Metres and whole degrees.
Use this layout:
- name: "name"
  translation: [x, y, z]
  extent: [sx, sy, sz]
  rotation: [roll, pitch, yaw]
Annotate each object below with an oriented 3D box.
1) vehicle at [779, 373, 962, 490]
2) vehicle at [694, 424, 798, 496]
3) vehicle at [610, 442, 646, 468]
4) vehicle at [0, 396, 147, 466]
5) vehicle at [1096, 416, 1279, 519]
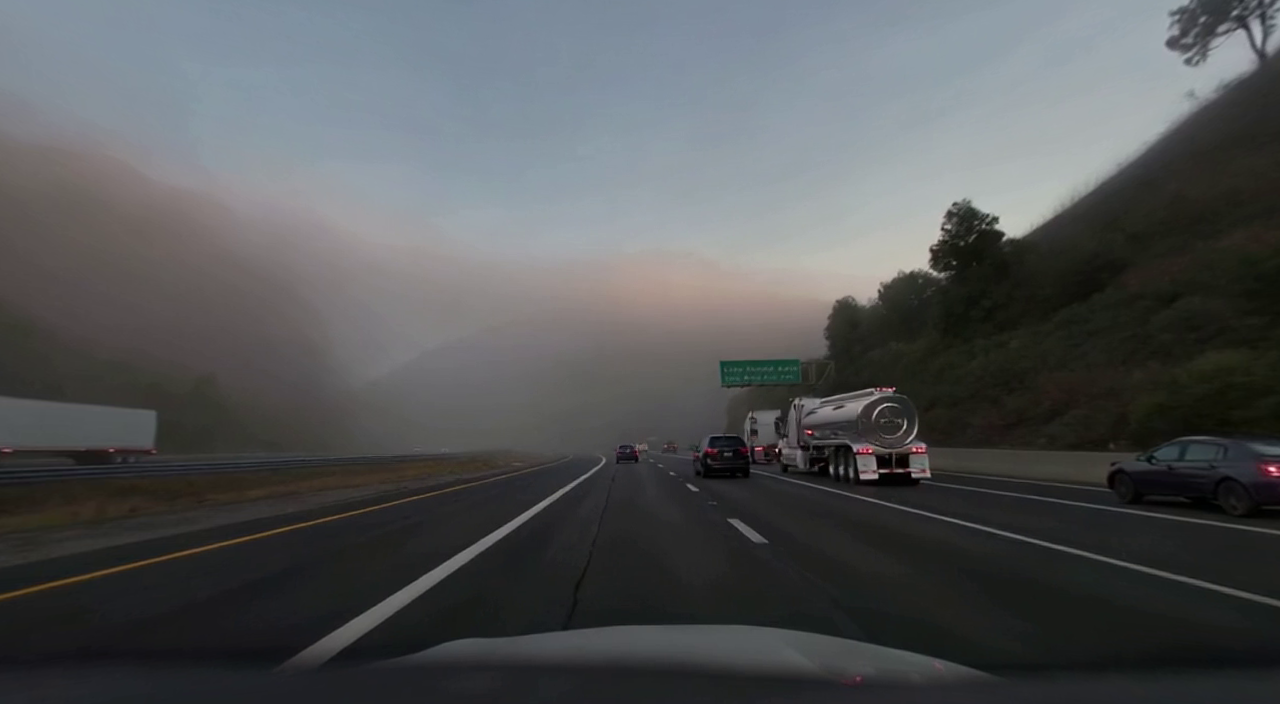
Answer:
- name: "vehicle"
  translation: [7.479, 2.933, 22.526]
  extent: [2.805, 3.212, 9.978]
  rotation: [0, -9, 0]
- name: "vehicle"
  translation: [2.898, 3.096, 18.433]
  extent: [2.098, 1.794, 4.561]
  rotation: [0, -9, -2]
- name: "vehicle"
  translation: [-0.724, 6.217, 38.189]
  extent: [2.083, 1.477, 3.965]
  rotation: [0, -9, -1]
- name: "vehicle"
  translation: [-39.065, 5.077, 39.961]
  extent: [2.874, 4.080, 16.500]
  rotation: [0, -9, -1]
- name: "vehicle"
  translation: [11.199, 2.073, 11.654]
  extent: [2.008, 1.624, 4.667]
  rotation: [0, -9, -1]
